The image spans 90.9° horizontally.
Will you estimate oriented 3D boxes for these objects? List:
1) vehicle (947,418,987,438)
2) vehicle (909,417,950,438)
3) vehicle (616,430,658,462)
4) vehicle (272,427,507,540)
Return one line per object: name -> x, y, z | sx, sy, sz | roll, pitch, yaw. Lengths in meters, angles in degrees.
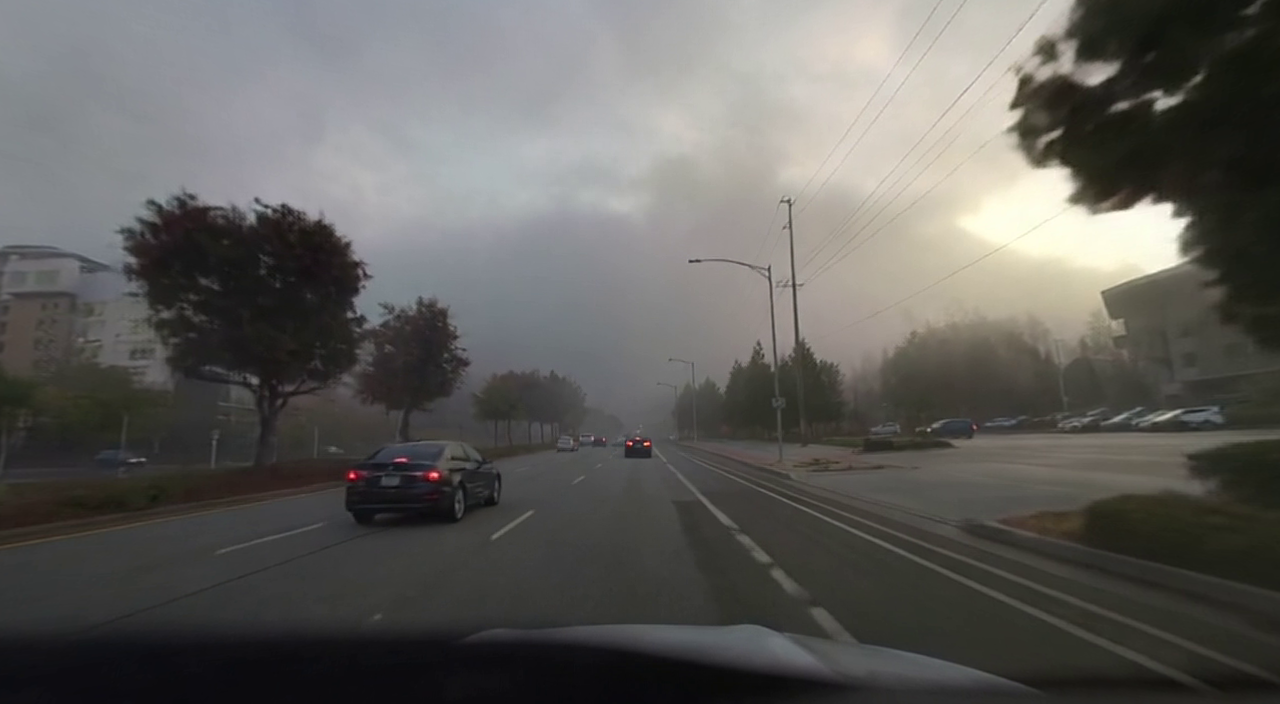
vehicle -> 24.326, 5.690, 46.999 | 1.741, 1.416, 3.831 | -3, -8, 14
vehicle -> 21.840, 5.763, 47.741 | 1.833, 1.471, 4.656 | -2, -8, 13
vehicle -> -0.161, 5.235, 35.352 | 2.199, 1.652, 4.101 | 0, -8, 0
vehicle -> -3.832, 2.088, 10.822 | 1.942, 1.462, 4.905 | -1, -8, 1
